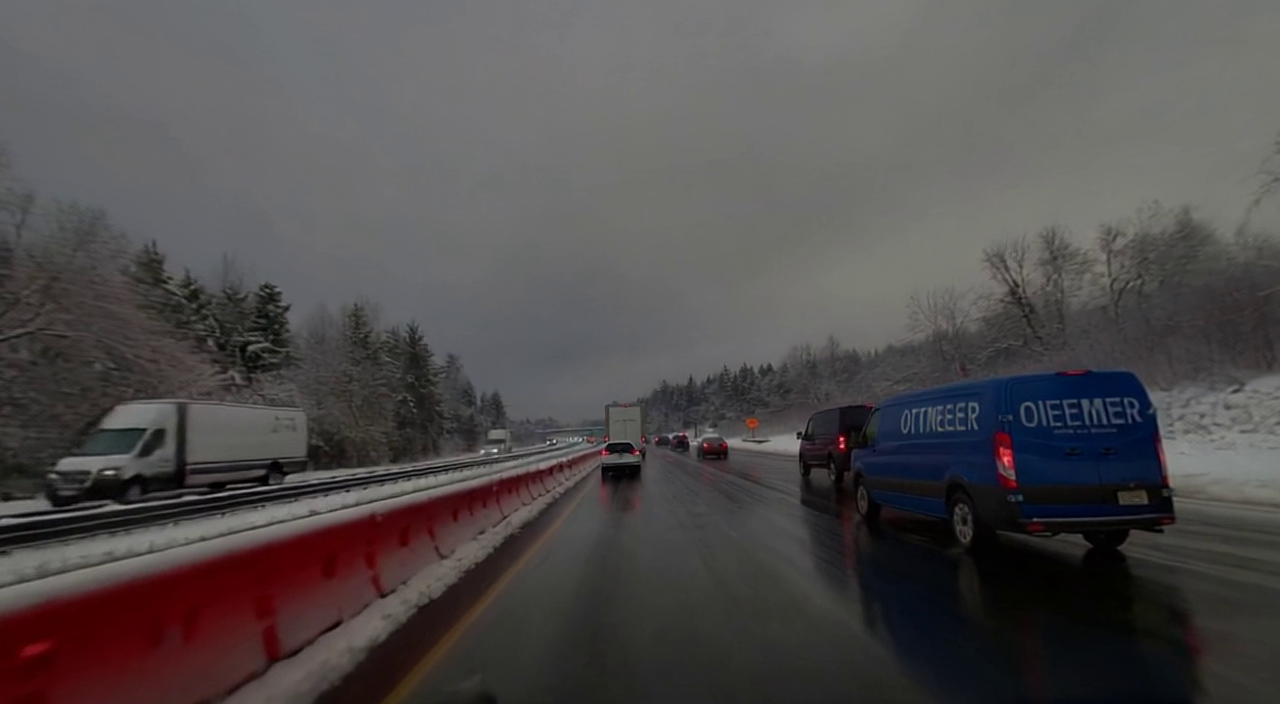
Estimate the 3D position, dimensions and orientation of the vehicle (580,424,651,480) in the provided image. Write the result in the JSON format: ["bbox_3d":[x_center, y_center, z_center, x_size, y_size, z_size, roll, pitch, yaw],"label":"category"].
[{"bbox_3d":[-0.769,3.240,20.558,2.100,1.636,3.620,0,-8,-1],"label":"vehicle"}]

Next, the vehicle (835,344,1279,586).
[{"bbox_3d":[4.466,1.279,7.871,2.223,2.008,5.121,0,-8,-2],"label":"vehicle"}]

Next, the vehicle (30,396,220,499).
[{"bbox_3d":[-21.679,4.054,27.055,2.977,3.918,5.877,0,-8,0],"label":"vehicle"}]
